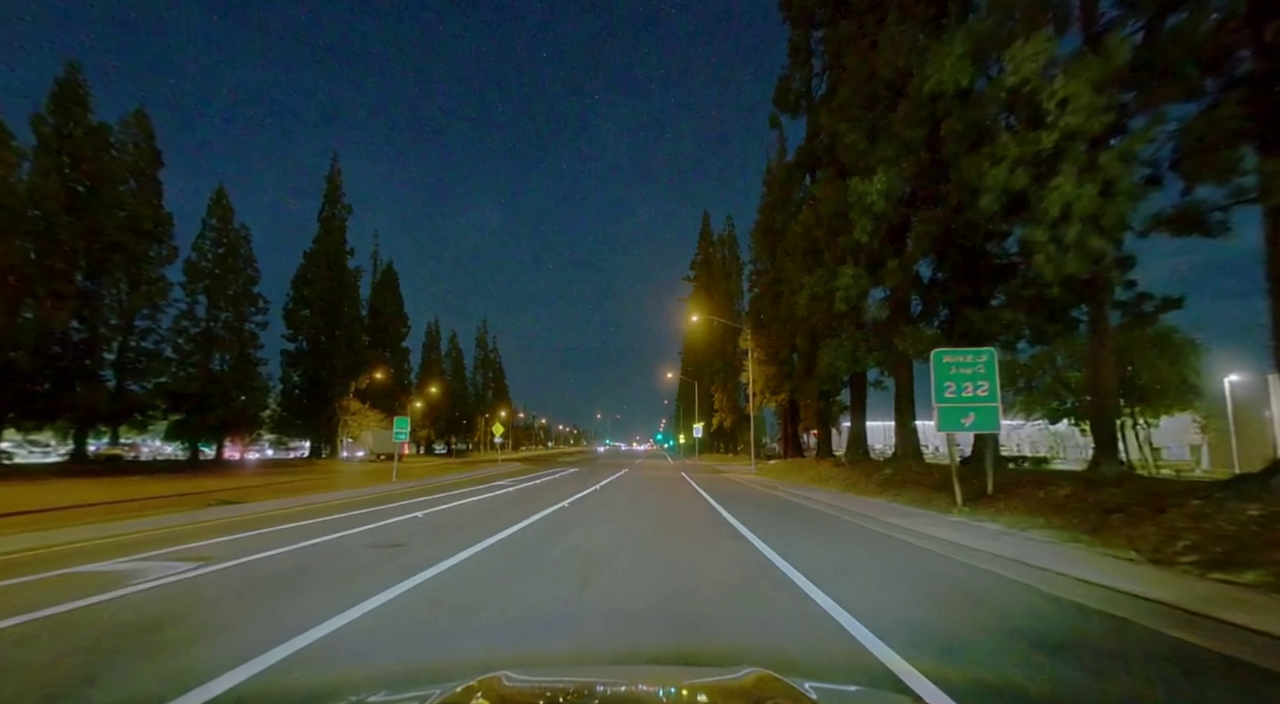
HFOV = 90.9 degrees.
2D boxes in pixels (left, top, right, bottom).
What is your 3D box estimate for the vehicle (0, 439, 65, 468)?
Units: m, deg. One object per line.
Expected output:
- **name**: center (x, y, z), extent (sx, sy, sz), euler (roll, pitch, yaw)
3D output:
- **vehicle**: center (-36.861, 5.970, 37.190), extent (4.142, 1.623, 1.888), euler (-1, -8, 4)
